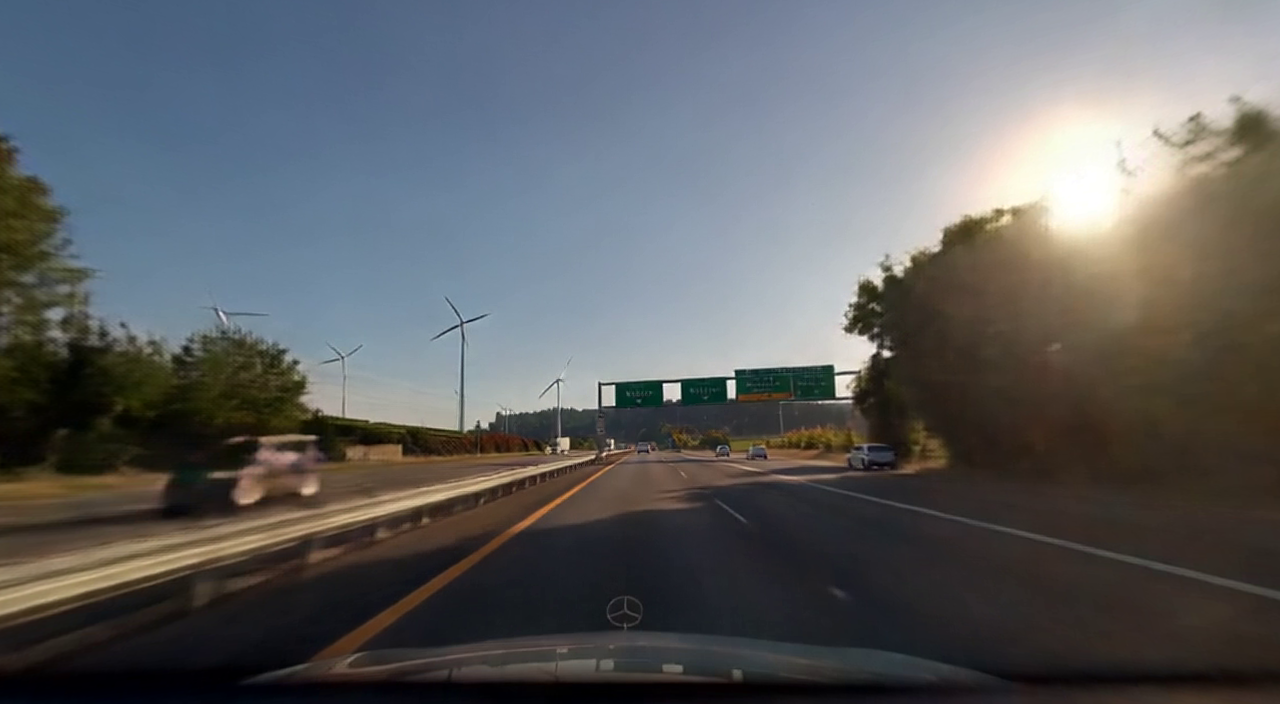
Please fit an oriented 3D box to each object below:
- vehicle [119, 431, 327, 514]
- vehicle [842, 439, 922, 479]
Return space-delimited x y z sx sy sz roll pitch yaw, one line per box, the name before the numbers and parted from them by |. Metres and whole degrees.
vehicle | -9.519 2.775 14.938 1.848 1.641 4.321 0 -9 1
vehicle | 11.092 4.936 29.297 1.897 1.669 4.825 0 -9 2
